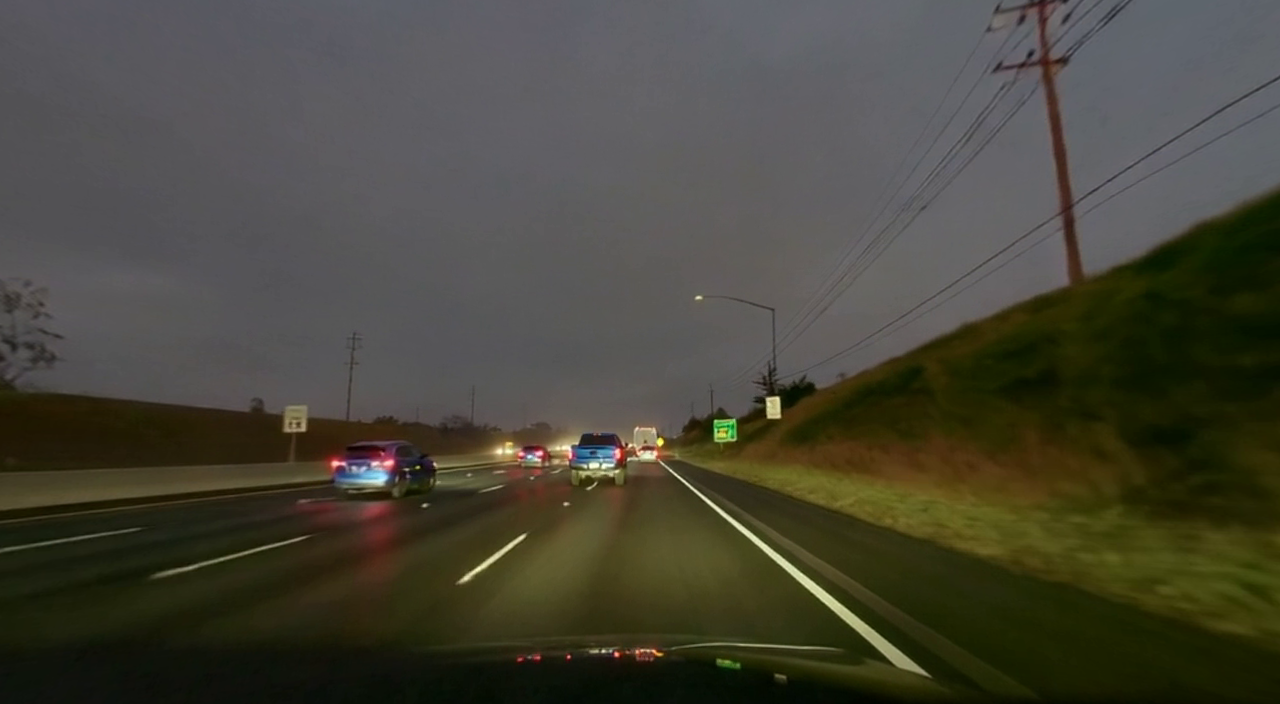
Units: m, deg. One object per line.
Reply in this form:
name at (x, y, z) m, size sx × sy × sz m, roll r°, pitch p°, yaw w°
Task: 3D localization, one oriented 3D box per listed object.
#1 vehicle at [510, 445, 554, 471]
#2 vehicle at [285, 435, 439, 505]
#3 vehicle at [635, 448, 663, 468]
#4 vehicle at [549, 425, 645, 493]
vehicle at (-7.426, 7.314, 43.717) m, size 2.143 × 1.688 × 4.776 m, roll 0°, pitch -9°, yaw 1°
vehicle at (-7.213, 3.090, 16.971) m, size 2.055 × 1.618 × 4.457 m, roll 0°, pitch -9°, yaw 1°
vehicle at (0.639, 8.107, 48.413) m, size 2.025 × 1.485 × 4.310 m, roll 0°, pitch -9°, yaw 0°
vehicle at (-1.334, 3.788, 22.731) m, size 2.972 × 2.087 × 6.126 m, roll 0°, pitch -9°, yaw 0°
